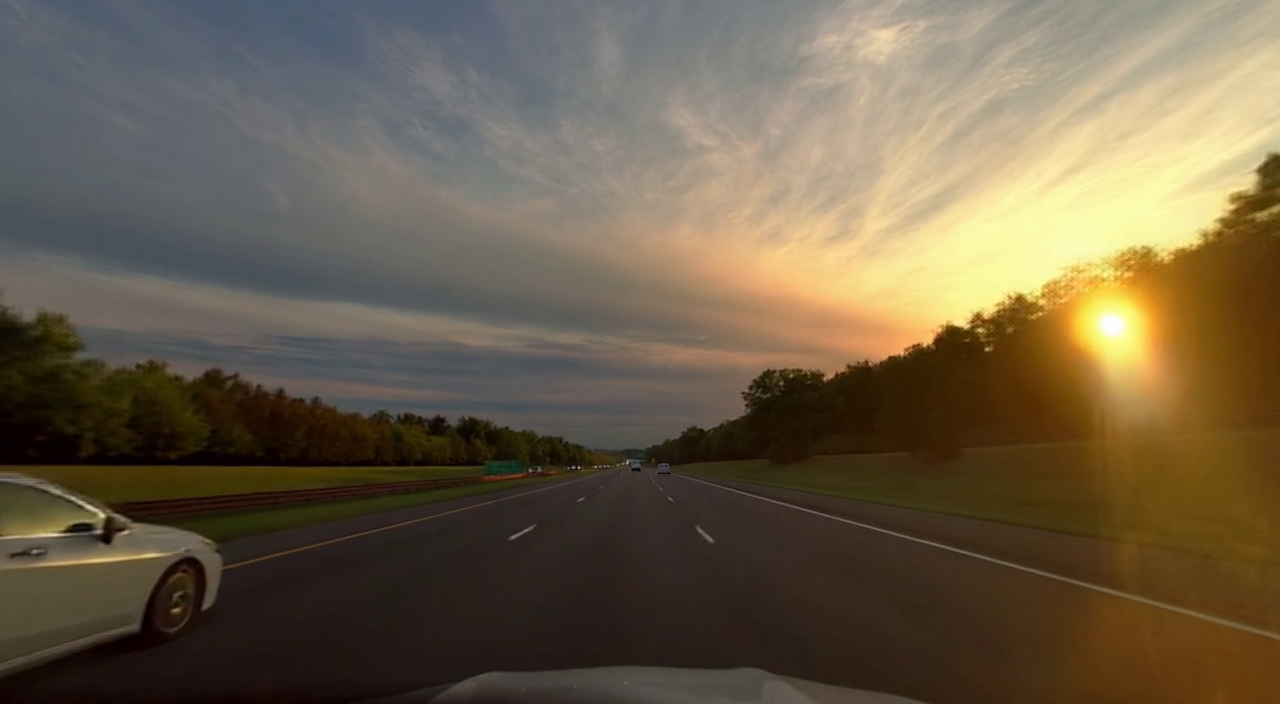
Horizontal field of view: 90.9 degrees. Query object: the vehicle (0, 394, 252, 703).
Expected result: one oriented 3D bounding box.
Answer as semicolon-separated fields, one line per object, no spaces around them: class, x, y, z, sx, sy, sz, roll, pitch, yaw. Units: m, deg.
vehicle;-4.024;0.899;2.459;1.928;1.593;4.871;1;-10;-1
